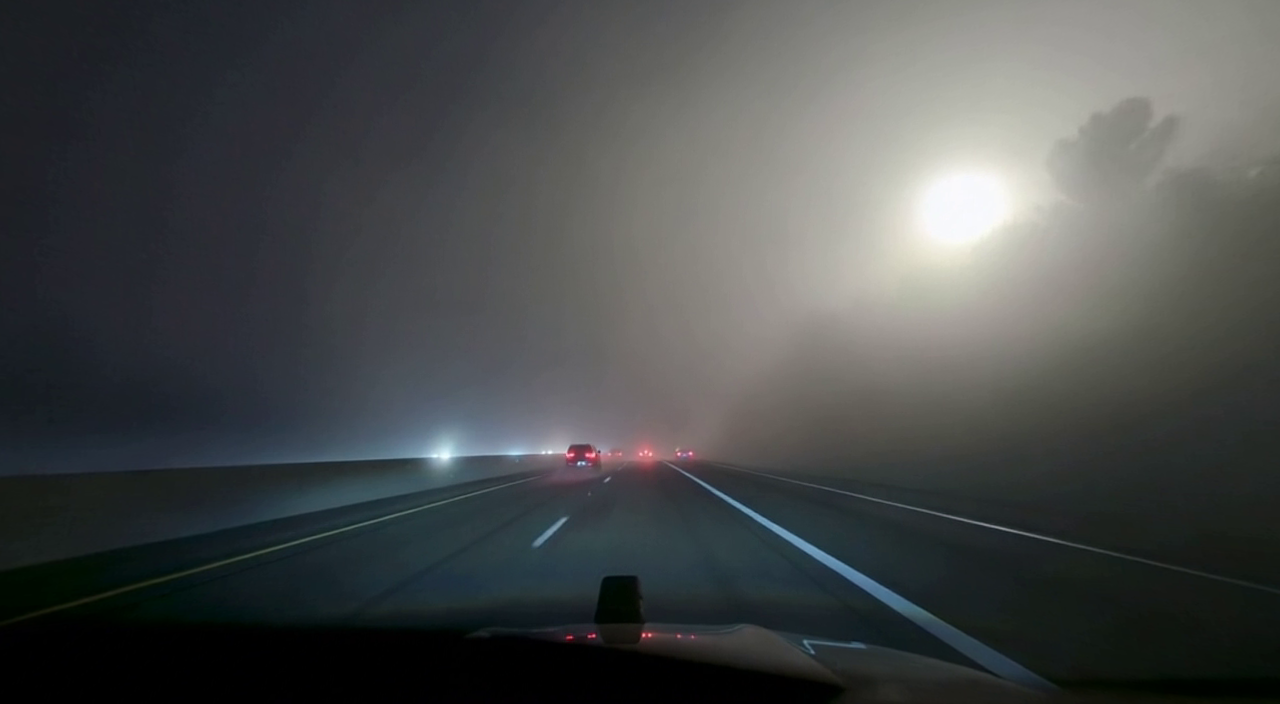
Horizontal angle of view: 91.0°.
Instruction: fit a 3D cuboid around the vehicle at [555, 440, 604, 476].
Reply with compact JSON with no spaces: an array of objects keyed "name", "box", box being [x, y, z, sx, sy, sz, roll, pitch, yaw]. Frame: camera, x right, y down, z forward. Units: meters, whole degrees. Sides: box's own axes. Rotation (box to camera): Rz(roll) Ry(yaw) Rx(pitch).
[{"name":"vehicle","box":[-3.066,5.499,32.818,2.070,1.707,4.309,0,-9,1]}]
